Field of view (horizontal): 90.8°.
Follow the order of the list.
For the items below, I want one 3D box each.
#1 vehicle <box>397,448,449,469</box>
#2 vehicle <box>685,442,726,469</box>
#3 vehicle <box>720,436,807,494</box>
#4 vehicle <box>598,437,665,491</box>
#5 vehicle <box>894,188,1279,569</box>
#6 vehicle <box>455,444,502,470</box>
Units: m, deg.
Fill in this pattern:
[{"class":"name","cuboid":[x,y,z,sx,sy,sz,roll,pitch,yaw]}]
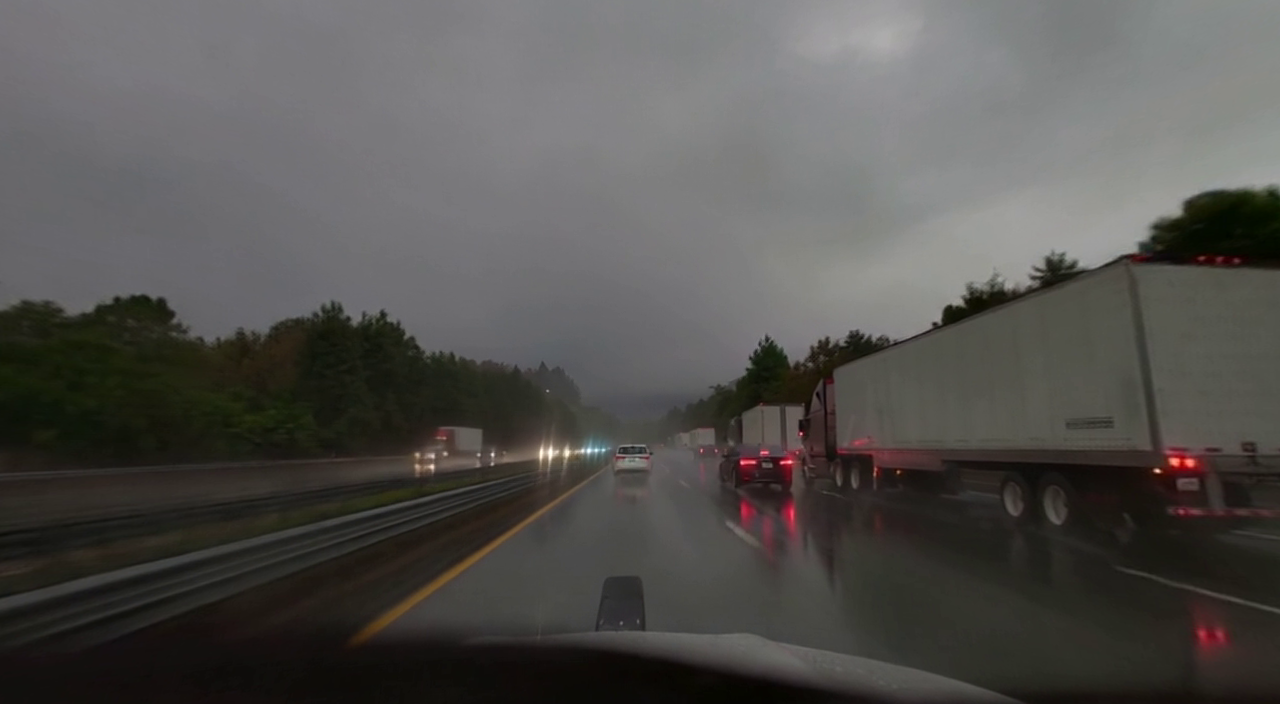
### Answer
[{"class":"vehicle","cuboid":[-15.674,7.723,45.826,1.932,1.433,4.529,-1,-9,3]},{"class":"vehicle","cuboid":[4.157,6.609,40.474,2.150,1.632,4.260,0,-9,0]},{"class":"vehicle","cuboid":[3.728,3.493,19.752,1.920,1.594,3.867,0,-9,-1]},{"class":"vehicle","cuboid":[-0.242,3.682,20.976,2.023,1.618,3.628,0,-9,0]},{"class":"vehicle","cuboid":[7.604,0.829,10.877,2.823,4.063,8.485,0,-9,0]},{"class":"vehicle","cuboid":[-11.280,7.354,44.287,2.074,1.655,4.124,-1,-9,2]}]
